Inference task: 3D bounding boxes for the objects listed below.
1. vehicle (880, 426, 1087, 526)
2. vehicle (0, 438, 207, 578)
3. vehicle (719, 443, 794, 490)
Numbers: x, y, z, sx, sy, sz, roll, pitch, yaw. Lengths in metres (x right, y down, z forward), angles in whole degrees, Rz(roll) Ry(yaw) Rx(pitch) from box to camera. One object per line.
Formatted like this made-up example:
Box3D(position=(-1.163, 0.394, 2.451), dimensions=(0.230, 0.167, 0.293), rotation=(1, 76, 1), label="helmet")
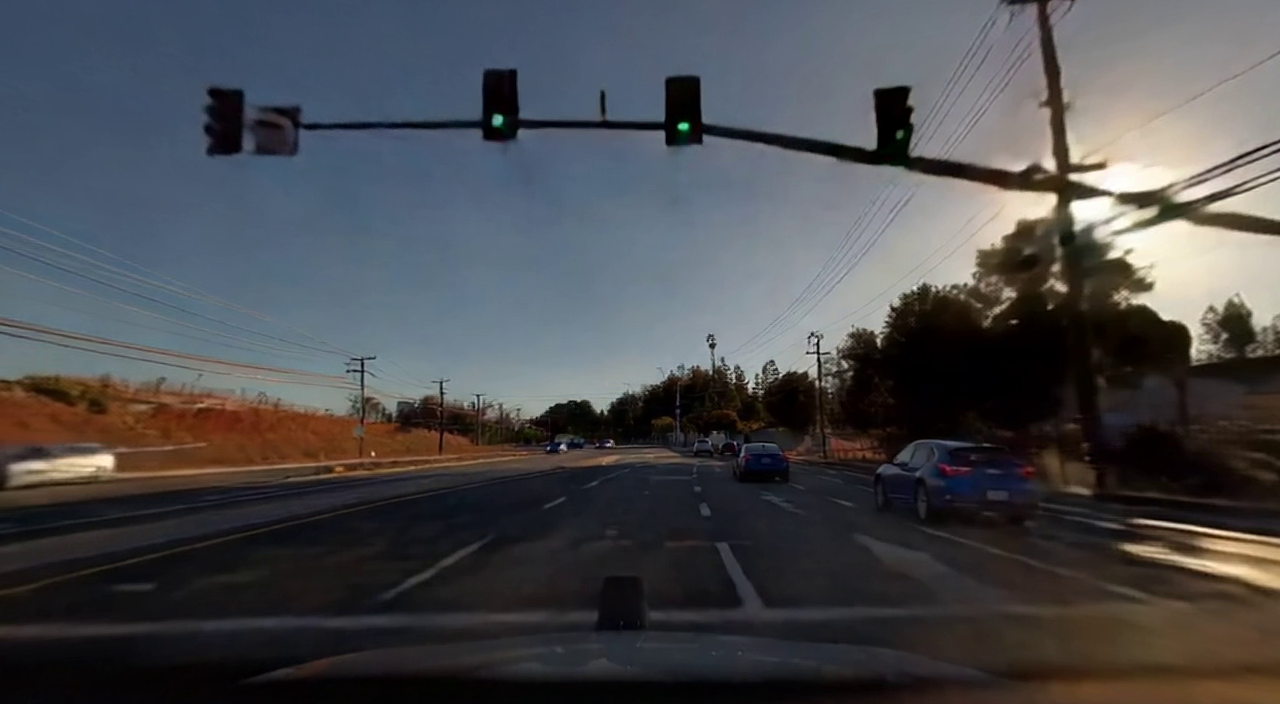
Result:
Box3D(position=(7.112, 2.589, 13.765), dimensions=(2.029, 1.795, 4.371), rotation=(0, -9, 0), label="vehicle")
Box3D(position=(-8.790, 2.059, 8.743), dimensions=(1.933, 1.502, 4.946), rotation=(7, -8, 1), label="vehicle")
Box3D(position=(4.026, 4.014, 22.533), dimensions=(2.035, 1.460, 4.392), rotation=(-1, -9, 3), label="vehicle")
